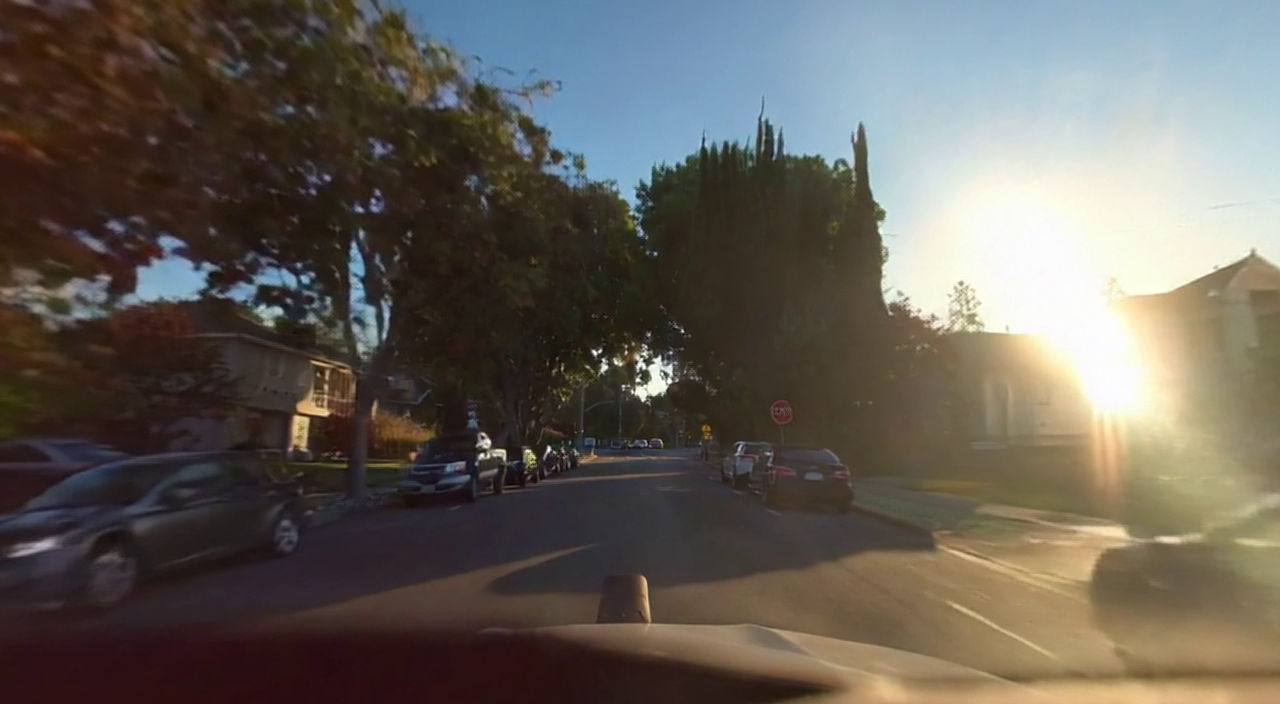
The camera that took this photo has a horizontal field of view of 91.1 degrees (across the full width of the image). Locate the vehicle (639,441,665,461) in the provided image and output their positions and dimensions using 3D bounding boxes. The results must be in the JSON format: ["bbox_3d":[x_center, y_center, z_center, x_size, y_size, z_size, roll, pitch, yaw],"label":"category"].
[{"bbox_3d":[0.944,7.795,49.636,2.010,1.499,4.107,0,-8,1],"label":"vehicle"}]

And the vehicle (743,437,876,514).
[{"bbox_3d":[3.759,2.809,14.901,1.987,1.518,4.686,0,-8,2],"label":"vehicle"}]

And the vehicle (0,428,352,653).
[{"bbox_3d":[-5.198,1.616,6.713,1.872,1.515,4.535,1,-8,3],"label":"vehicle"}]

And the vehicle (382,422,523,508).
[{"bbox_3d":[-4.685,2.899,16.612,2.162,1.857,4.758,2,-8,1],"label":"vehicle"}]

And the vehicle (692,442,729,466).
[{"bbox_3d":[4.528,6.609,40.817,1.876,1.477,4.324,0,-8,0],"label":"vehicle"}]

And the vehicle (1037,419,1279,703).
[{"bbox_3d":[3.600,0.937,1.883,1.871,1.514,4.553,0,-8,1],"label":"vehicle"}]
